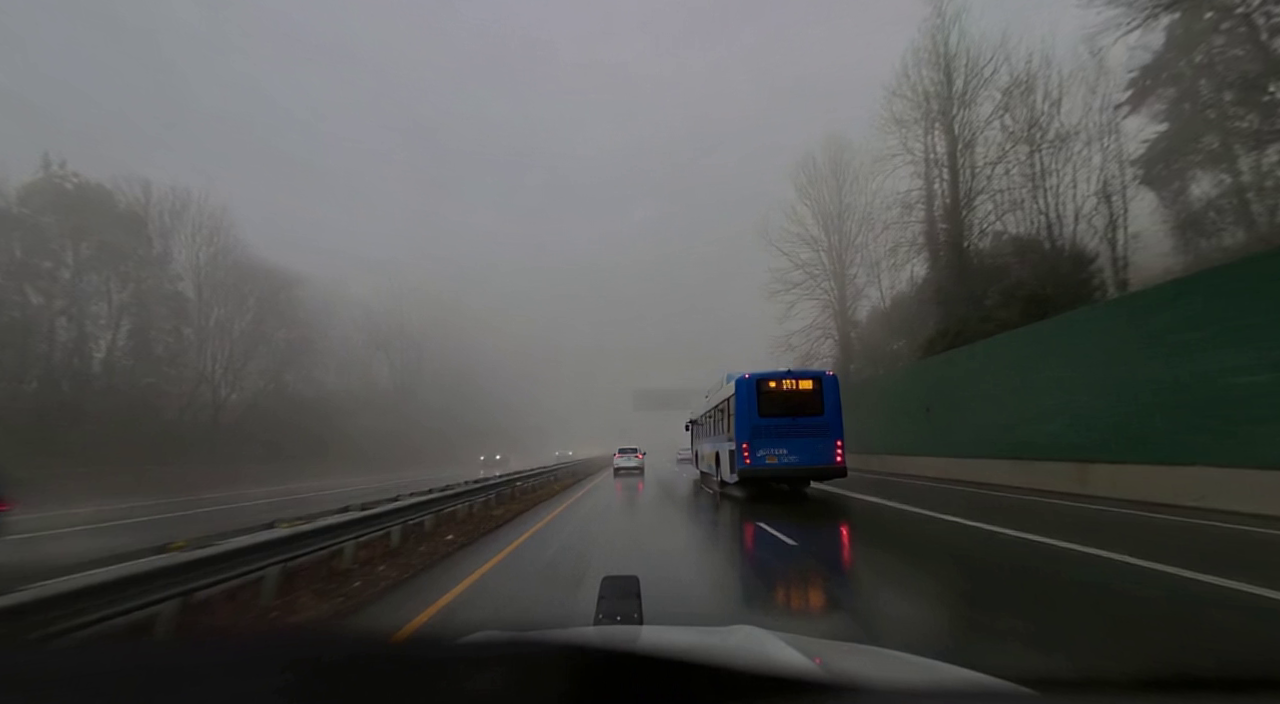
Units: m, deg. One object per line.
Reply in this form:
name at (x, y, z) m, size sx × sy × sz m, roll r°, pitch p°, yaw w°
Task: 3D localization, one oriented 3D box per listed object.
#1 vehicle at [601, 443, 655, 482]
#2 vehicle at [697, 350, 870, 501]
vehicle at (-0.449, 4.800, 27.409) m, size 2.160 × 1.532 × 4.073 m, roll -1°, pitch -9°, yaw 1°
vehicle at (3.879, 2.644, 20.787) m, size 3.055 × 3.479 × 12.521 m, roll -1°, pitch -9°, yaw 1°
